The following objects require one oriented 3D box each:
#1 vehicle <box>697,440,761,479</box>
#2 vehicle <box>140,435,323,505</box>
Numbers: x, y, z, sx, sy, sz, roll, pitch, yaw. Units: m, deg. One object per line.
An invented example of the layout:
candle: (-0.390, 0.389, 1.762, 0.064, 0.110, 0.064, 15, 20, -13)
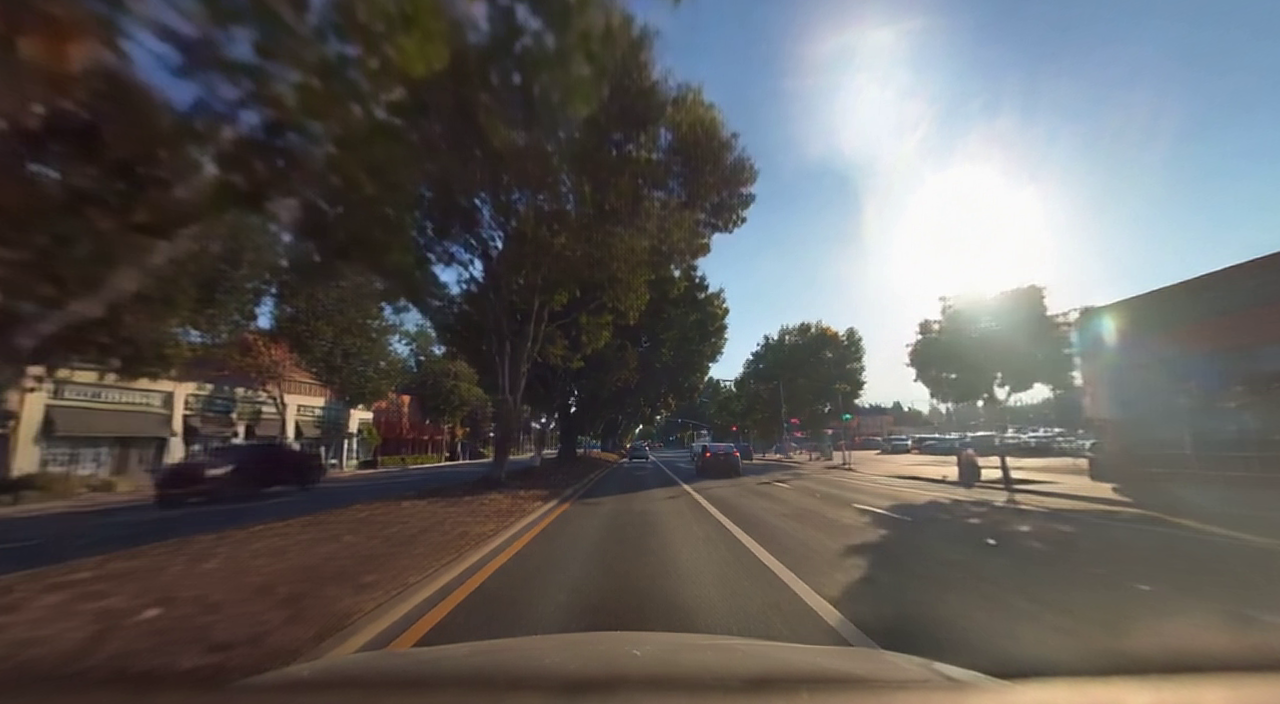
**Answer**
vehicle: (3.639, 4.486, 26.613, 1.983, 1.482, 4.463, 0, -9, -1)
vehicle: (-11.784, 3.416, 18.783, 2.116, 1.789, 4.889, 0, -9, 0)
